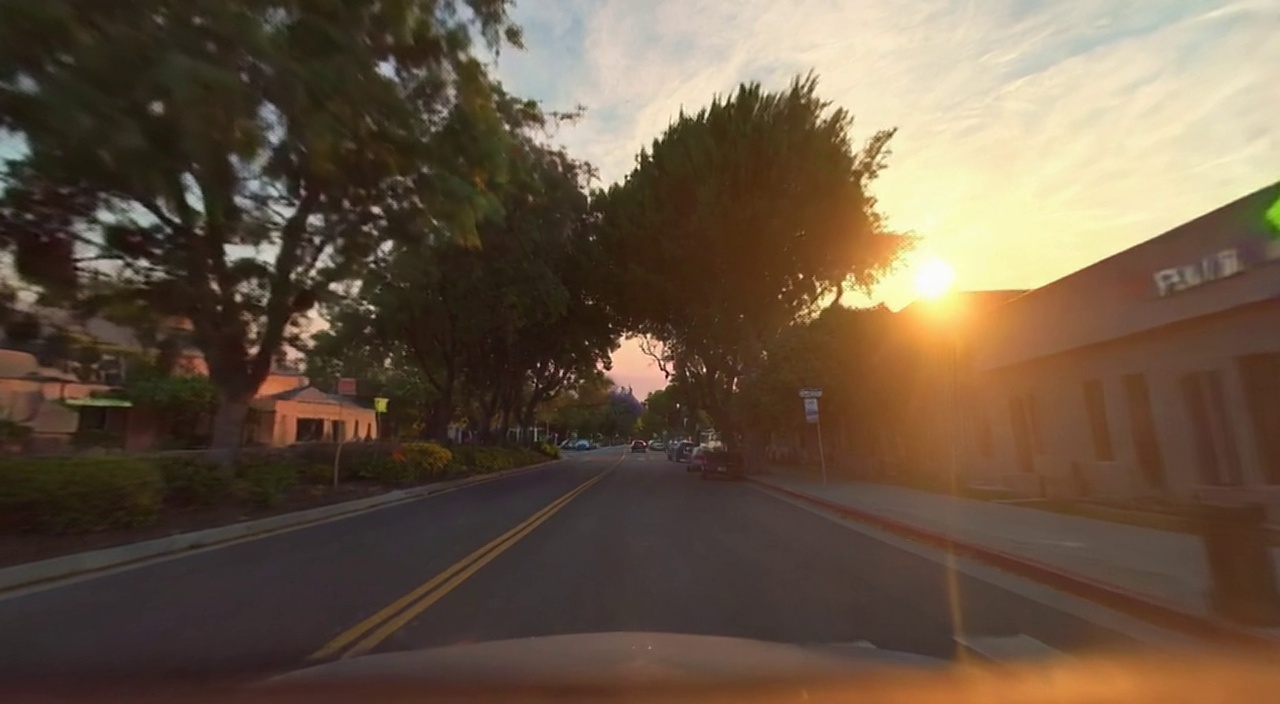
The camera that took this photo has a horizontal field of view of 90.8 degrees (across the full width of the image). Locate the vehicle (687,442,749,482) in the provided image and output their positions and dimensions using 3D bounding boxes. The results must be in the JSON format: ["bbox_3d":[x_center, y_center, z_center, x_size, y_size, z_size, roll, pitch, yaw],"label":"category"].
[{"bbox_3d":[3.167,4.587,26.572,2.152,1.527,4.010,0,-9,0],"label":"vehicle"}]
